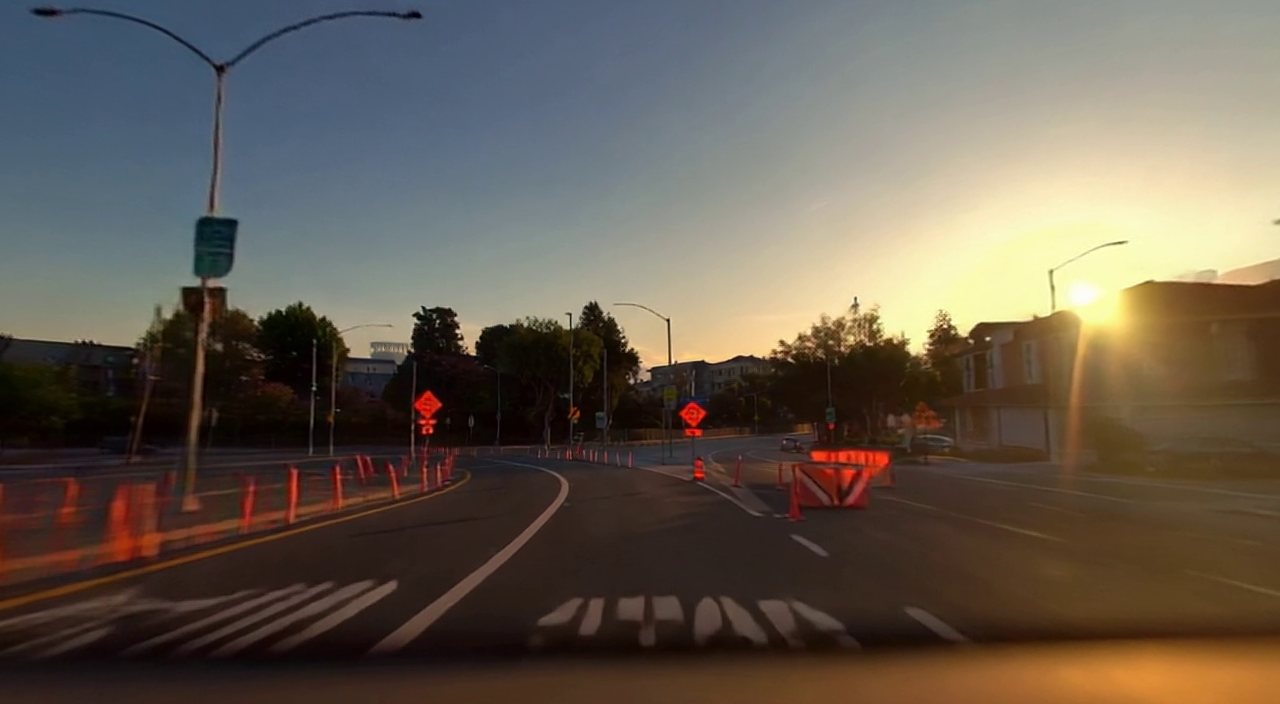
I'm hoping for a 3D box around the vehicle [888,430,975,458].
[{"bbox_3d":[18.811,5.986,40.867,4.615,1.738,1.990,-1,-9,5],"label":"vehicle"}]

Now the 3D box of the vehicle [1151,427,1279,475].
[{"bbox_3d":[23.773,3.978,25.401,4.703,1.808,1.987,1,-9,-4],"label":"vehicle"}]

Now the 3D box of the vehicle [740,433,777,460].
[{"bbox_3d":[8.301,6.708,44.610,2.150,1.779,4.423,-1,-9,6],"label":"vehicle"}]
